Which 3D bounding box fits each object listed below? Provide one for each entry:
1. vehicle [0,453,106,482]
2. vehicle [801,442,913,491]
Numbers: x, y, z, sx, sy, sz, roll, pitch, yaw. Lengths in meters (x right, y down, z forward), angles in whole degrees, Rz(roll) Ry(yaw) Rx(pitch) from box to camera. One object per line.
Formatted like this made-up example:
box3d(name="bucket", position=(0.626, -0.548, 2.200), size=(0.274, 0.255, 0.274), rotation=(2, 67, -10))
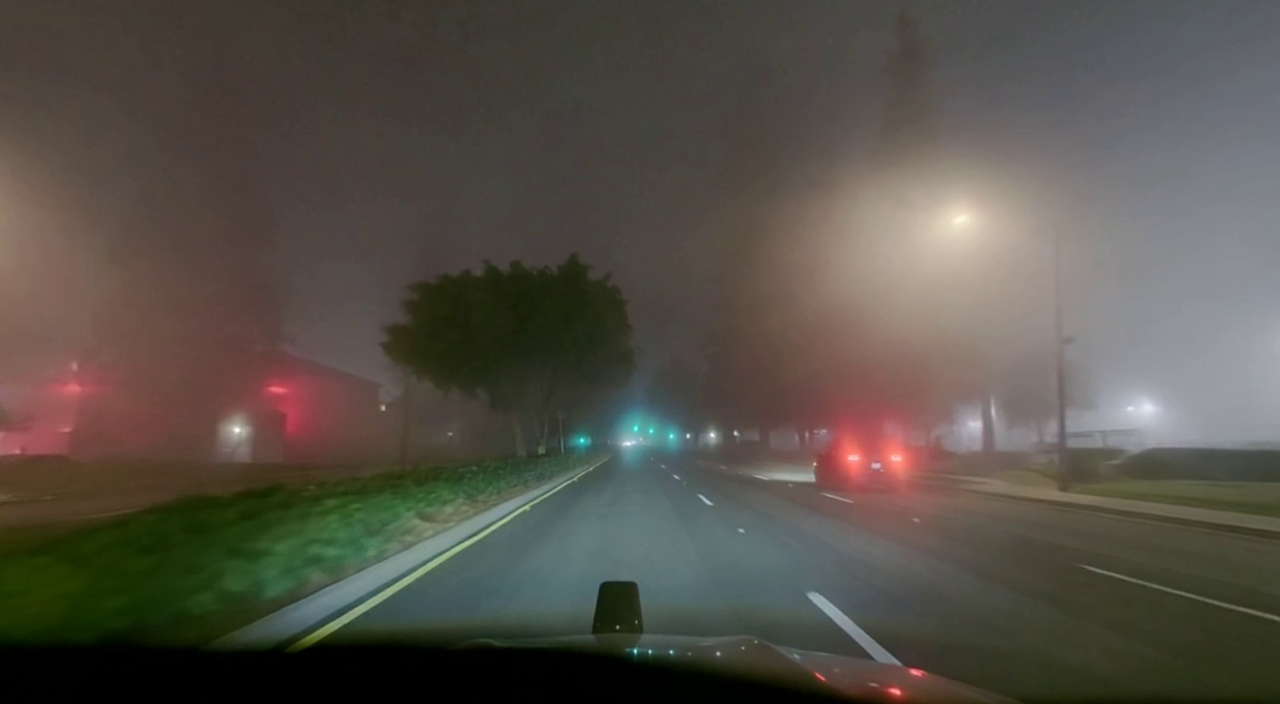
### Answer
box3d(name="vehicle", position=(-31.849, 6.218, 33.991), size=(4.210, 1.442, 1.867), rotation=(0, -9, 0))
box3d(name="vehicle", position=(7.026, 3.749, 21.001), size=(2.054, 1.421, 4.487), rotation=(0, -8, -1))
